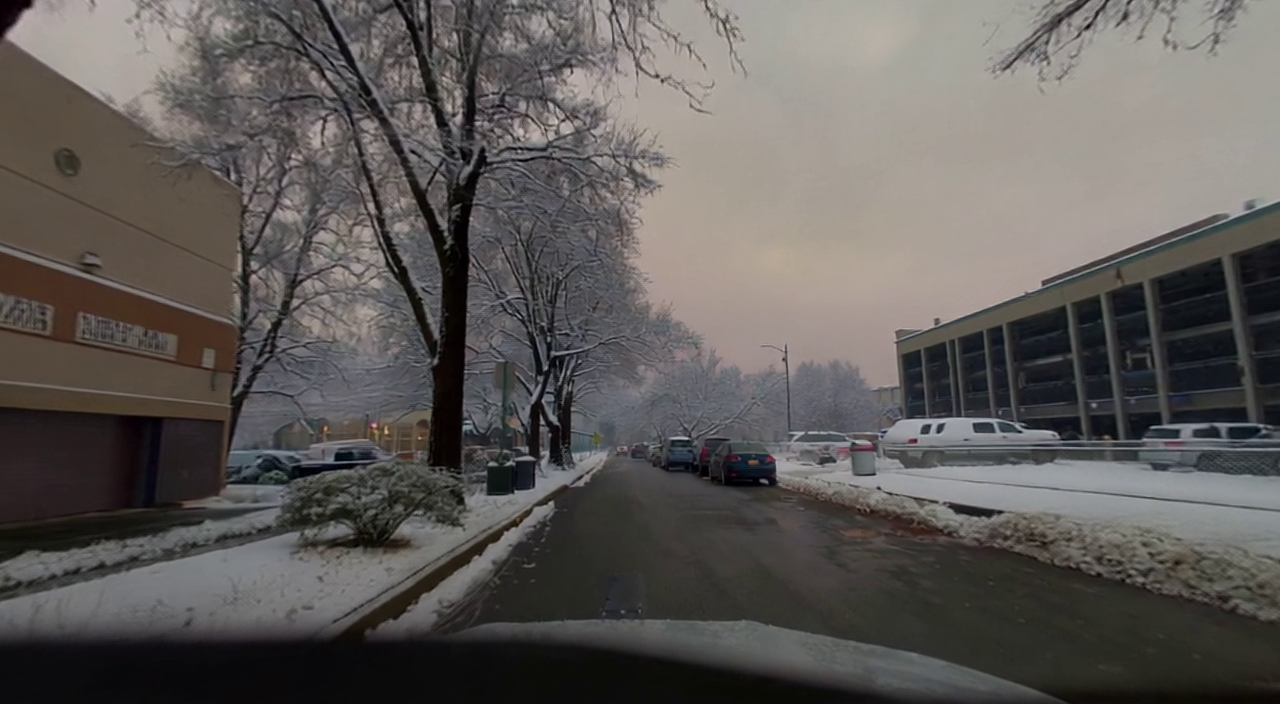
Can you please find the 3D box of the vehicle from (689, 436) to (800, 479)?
[{"bbox_3d":[4.577,4.557,27.499,4.626,1.723,1.939,5,-10,-33],"label":"vehicle"}]

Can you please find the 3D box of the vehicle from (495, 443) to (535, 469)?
[{"bbox_3d":[-8.539,7.134,43.514,1.993,1.640,4.457,0,-8,-2],"label":"vehicle"}]

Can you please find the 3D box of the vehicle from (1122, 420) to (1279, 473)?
[{"bbox_3d":[25.141,4.193,28.116,5.596,2.168,2.307,2,-7,-5],"label":"vehicle"}]

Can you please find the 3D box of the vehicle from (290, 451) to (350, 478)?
[{"bbox_3d":[-20.848,7.324,41.287,1.880,1.617,3.870,0,-8,0],"label":"vehicle"}]

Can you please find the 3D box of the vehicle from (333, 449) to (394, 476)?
[{"bbox_3d":[-17.854,7.127,40.960,1.850,1.531,4.256,0,-8,3],"label":"vehicle"}]

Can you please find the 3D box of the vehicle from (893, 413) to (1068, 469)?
[{"bbox_3d":[13.230,3.495,24.822,5.540,2.045,2.259,0,-8,-3],"label":"vehicle"}]

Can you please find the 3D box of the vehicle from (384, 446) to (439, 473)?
[{"bbox_3d":[-15.010,7.055,41.697,1.888,1.657,4.138,-1,-8,3],"label":"vehicle"}]
